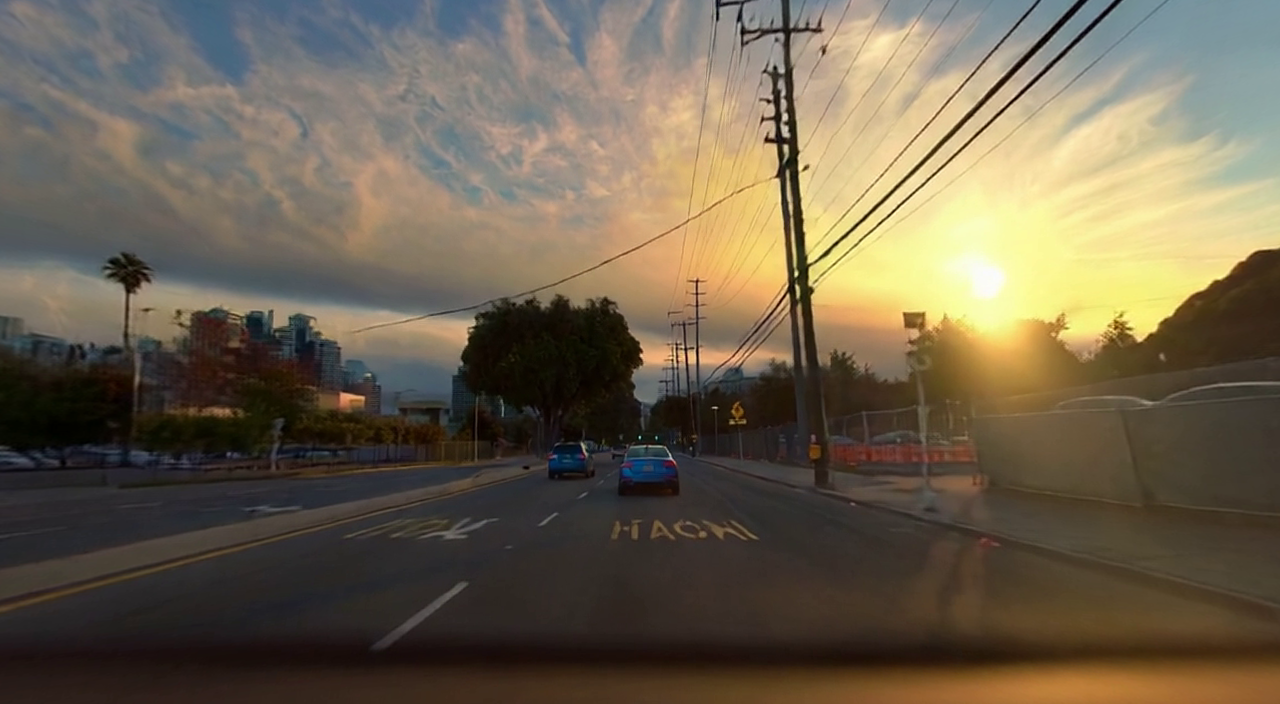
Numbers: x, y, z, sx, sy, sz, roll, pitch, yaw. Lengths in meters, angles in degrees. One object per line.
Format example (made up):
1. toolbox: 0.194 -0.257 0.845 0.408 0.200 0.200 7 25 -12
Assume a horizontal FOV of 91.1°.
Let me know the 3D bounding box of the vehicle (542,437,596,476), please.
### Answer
1. vehicle: -3.472 5.191 31.443 2.078 1.804 4.387 -1 -8 1

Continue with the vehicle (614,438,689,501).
1. vehicle: 0.314 3.542 19.358 2.059 1.691 3.980 0 -8 0
